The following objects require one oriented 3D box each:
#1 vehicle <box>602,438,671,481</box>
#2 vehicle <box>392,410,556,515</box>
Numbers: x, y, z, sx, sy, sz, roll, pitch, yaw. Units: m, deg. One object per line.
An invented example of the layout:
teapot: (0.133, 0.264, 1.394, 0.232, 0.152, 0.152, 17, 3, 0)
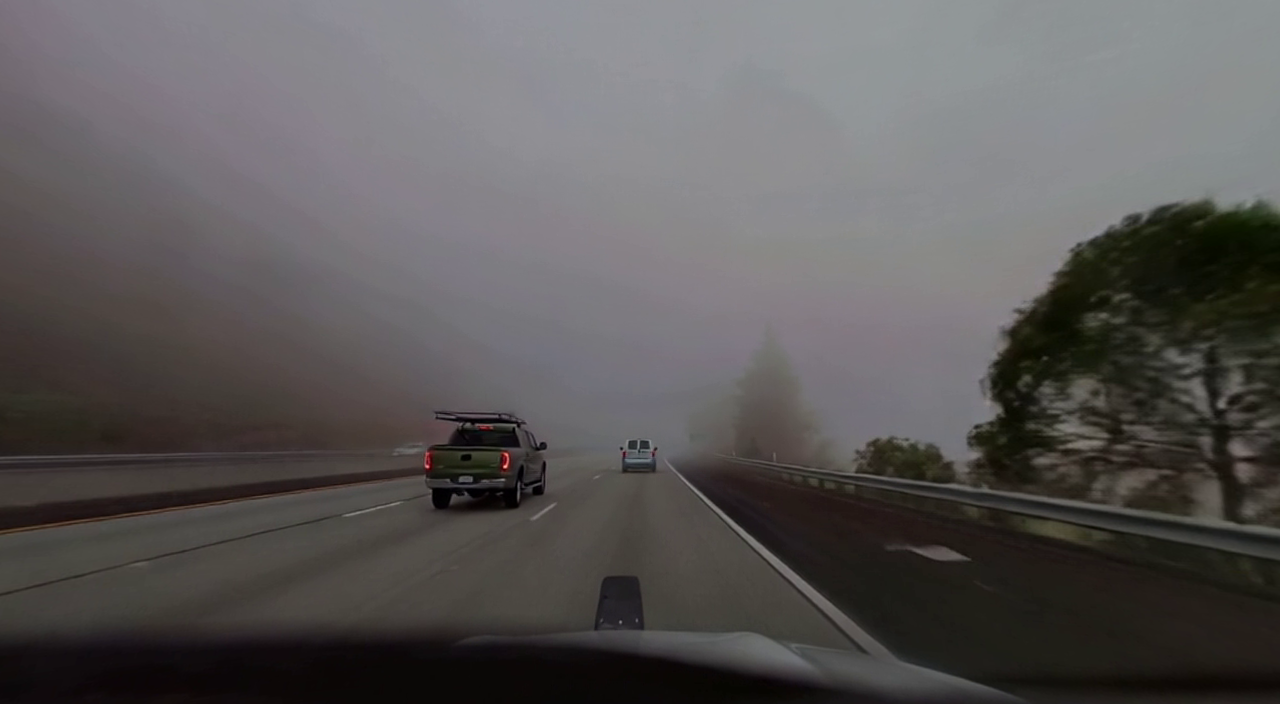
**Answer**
vehicle: (-0.099, 4.623, 27.475, 2.715, 1.669, 5.163, 0, -9, 1)
vehicle: (-3.445, 2.443, 14.312, 2.250, 1.947, 4.860, 0, -9, 2)
